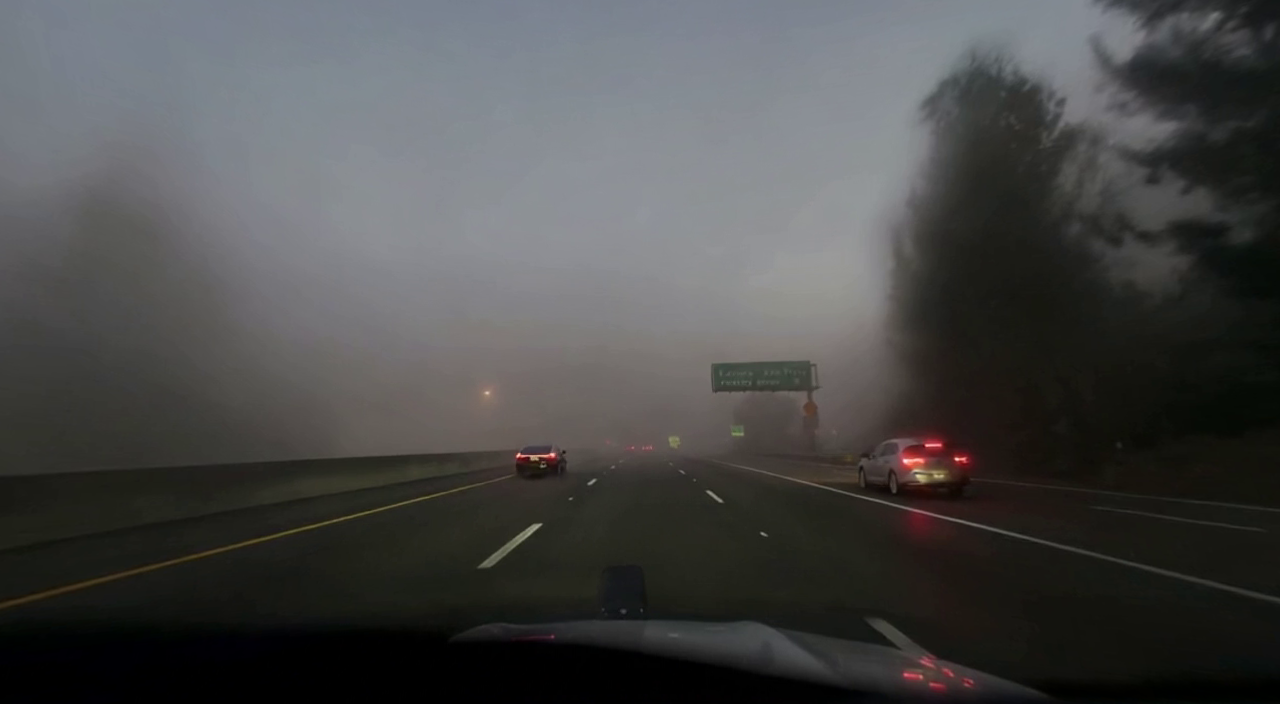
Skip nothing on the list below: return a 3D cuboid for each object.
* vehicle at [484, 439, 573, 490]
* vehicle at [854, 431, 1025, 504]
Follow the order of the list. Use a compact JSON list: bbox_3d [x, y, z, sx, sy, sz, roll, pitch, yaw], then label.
[{"bbox_3d":[-3.653,3.792,21.528,2.055,1.533,4.604,0,-8,2],"label":"vehicle"},{"bbox_3d":[7.477,2.927,16.376,2.032,1.601,4.863,0,-8,0],"label":"vehicle"}]
